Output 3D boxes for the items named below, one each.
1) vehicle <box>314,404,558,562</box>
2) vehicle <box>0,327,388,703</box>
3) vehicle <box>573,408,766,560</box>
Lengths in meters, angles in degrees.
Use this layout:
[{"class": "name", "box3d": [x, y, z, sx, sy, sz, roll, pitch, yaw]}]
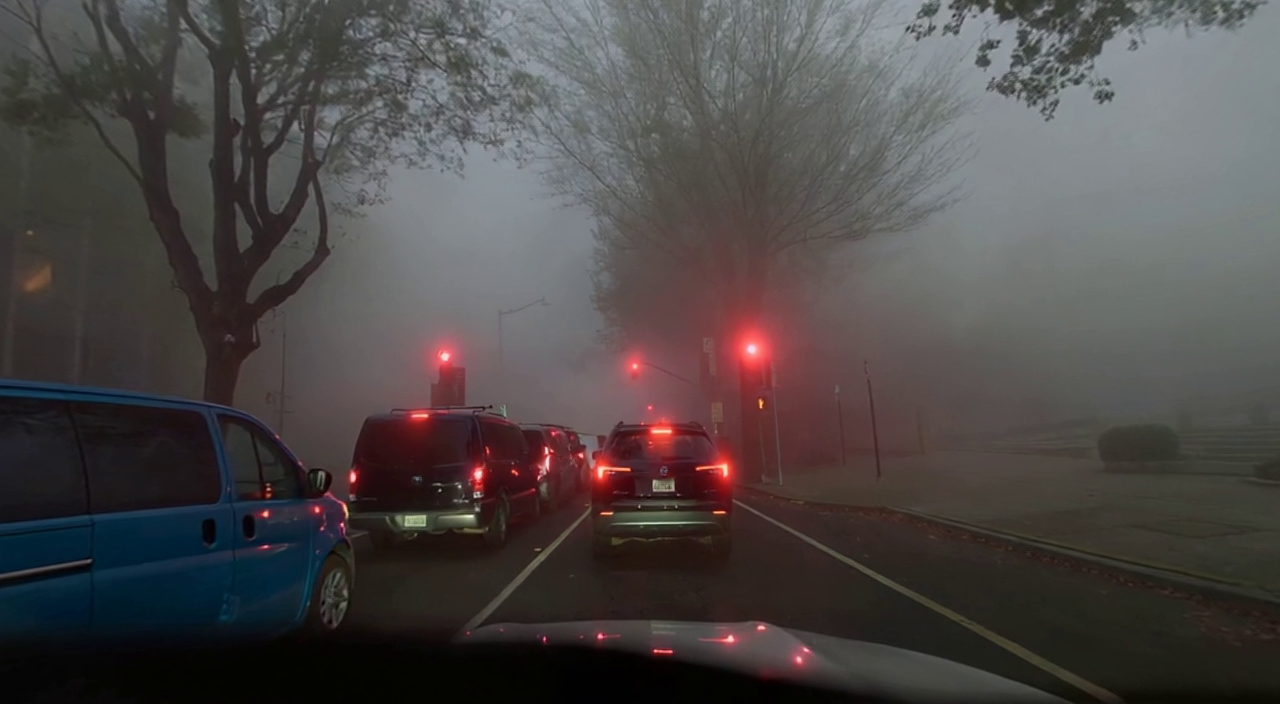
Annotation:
[{"class": "vehicle", "box3d": [-2.650, 1.842, 9.610, 2.124, 1.799, 4.587, 0, -8, 1]}, {"class": "vehicle", "box3d": [-3.172, 0.980, 3.485, 1.940, 1.722, 3.823, 0, -8, 0]}, {"class": "vehicle", "box3d": [0.360, 1.810, 9.260, 2.205, 1.727, 3.917, 0, -8, 1]}]
